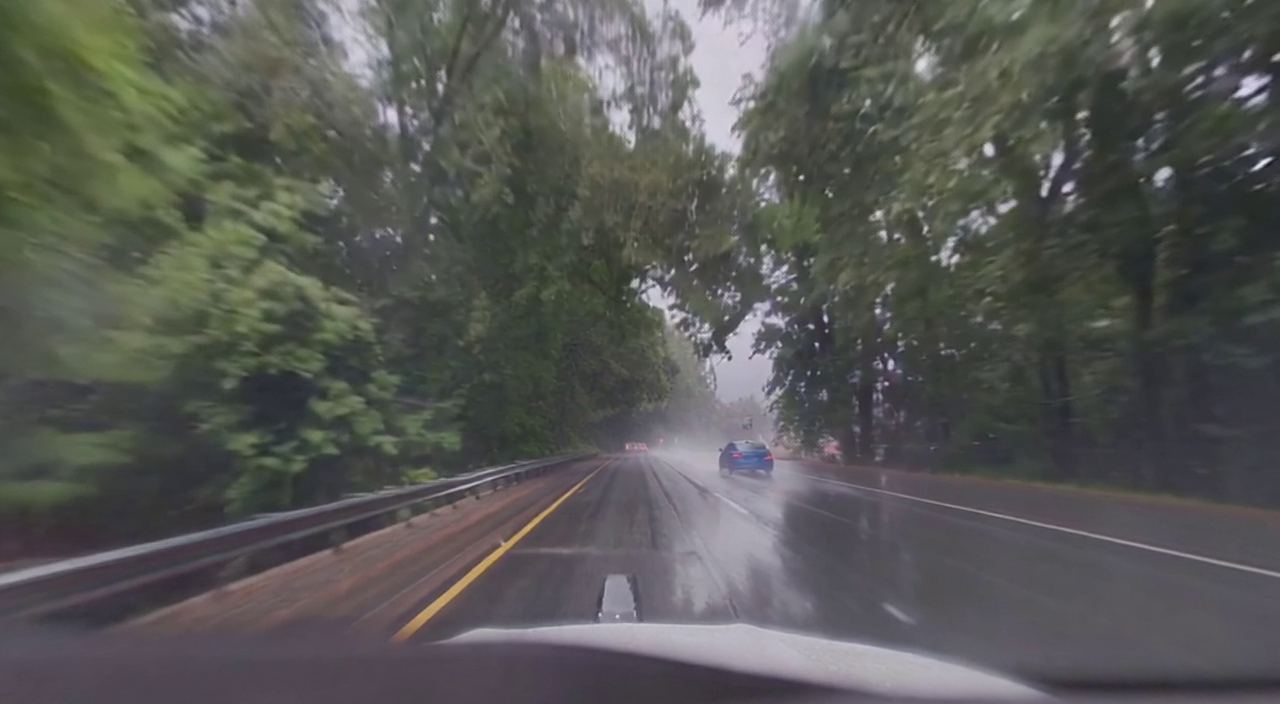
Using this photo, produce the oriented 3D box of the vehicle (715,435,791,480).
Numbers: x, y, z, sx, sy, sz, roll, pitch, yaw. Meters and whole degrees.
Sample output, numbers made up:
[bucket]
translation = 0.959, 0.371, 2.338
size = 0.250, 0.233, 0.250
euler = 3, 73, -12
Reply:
[vehicle]
translation = 4.150, 3.944, 23.953
size = 1.905, 1.525, 4.719
euler = 0, -8, -2
